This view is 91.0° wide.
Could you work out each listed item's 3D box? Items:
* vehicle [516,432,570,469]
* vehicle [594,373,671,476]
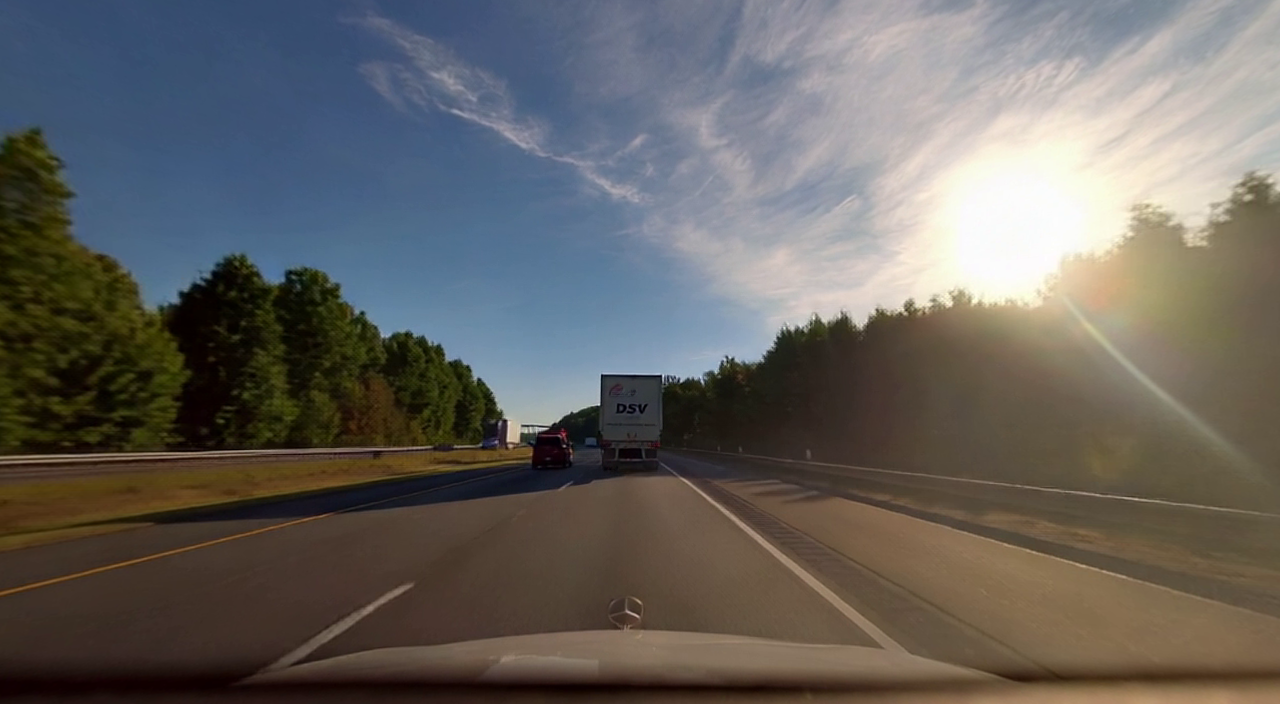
[{"bbox_3d":[-4.934,5.082,32.778,2.086,1.778,4.544,0,-8,0],"label":"vehicle"},{"bbox_3d":[-0.402,3.530,29.590,2.969,3.957,10.270,0,-8,-1],"label":"vehicle"}]
